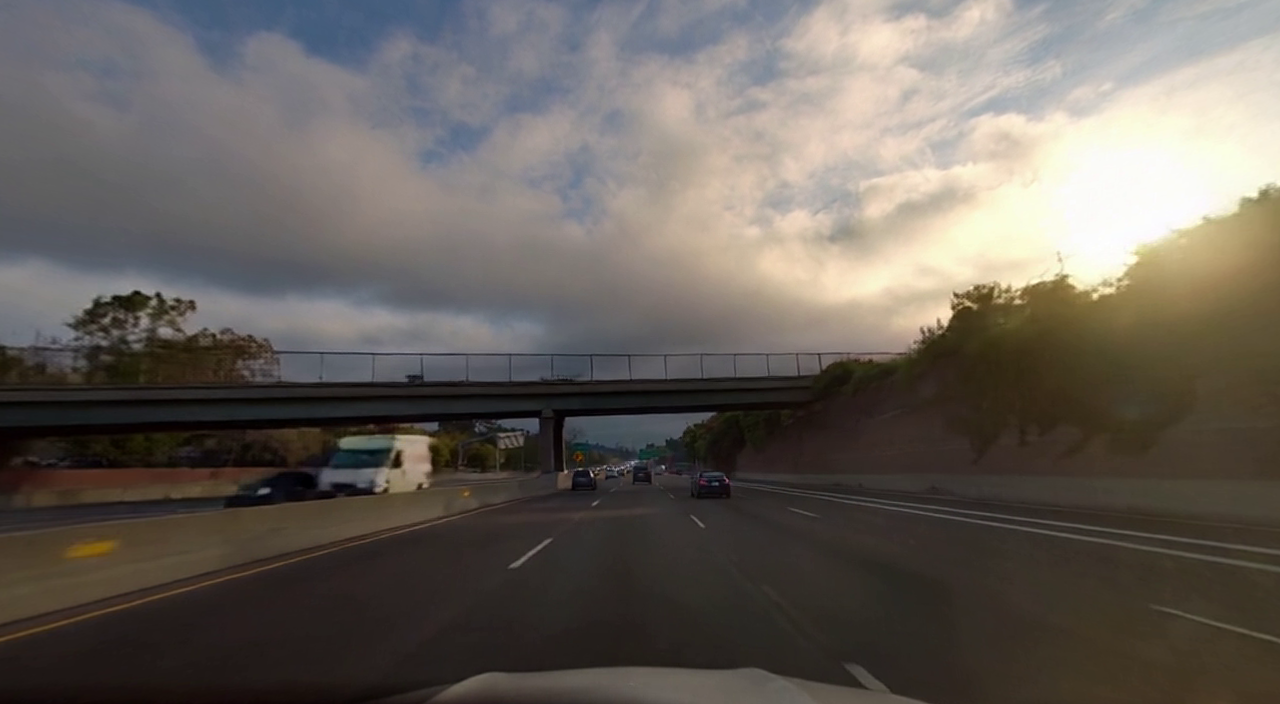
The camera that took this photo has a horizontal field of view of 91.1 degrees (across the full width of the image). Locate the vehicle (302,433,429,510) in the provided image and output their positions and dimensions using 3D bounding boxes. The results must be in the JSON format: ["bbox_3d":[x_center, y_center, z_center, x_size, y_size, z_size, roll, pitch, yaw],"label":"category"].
[{"bbox_3d":[-10.091,4.486,23.727,2.253,2.507,5.478,0,-11,0],"label":"vehicle"}]

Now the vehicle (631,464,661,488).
[{"bbox_3d":[0.445,9.362,47.476,2.181,1.698,4.056,0,-10,0],"label":"vehicle"}]

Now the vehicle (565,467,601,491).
[{"bbox_3d":[-3.698,8.342,41.485,1.975,1.486,3.903,0,-10,0],"label":"vehicle"}]

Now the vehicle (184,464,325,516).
[{"bbox_3d":[-13.377,4.808,22.211,2.033,1.615,4.542,0,-10,0],"label":"vehicle"}]

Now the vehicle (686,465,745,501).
[{"bbox_3d":[3.402,6.063,29.245,2.092,1.518,4.348,1,-10,-2],"label":"vehicle"}]
